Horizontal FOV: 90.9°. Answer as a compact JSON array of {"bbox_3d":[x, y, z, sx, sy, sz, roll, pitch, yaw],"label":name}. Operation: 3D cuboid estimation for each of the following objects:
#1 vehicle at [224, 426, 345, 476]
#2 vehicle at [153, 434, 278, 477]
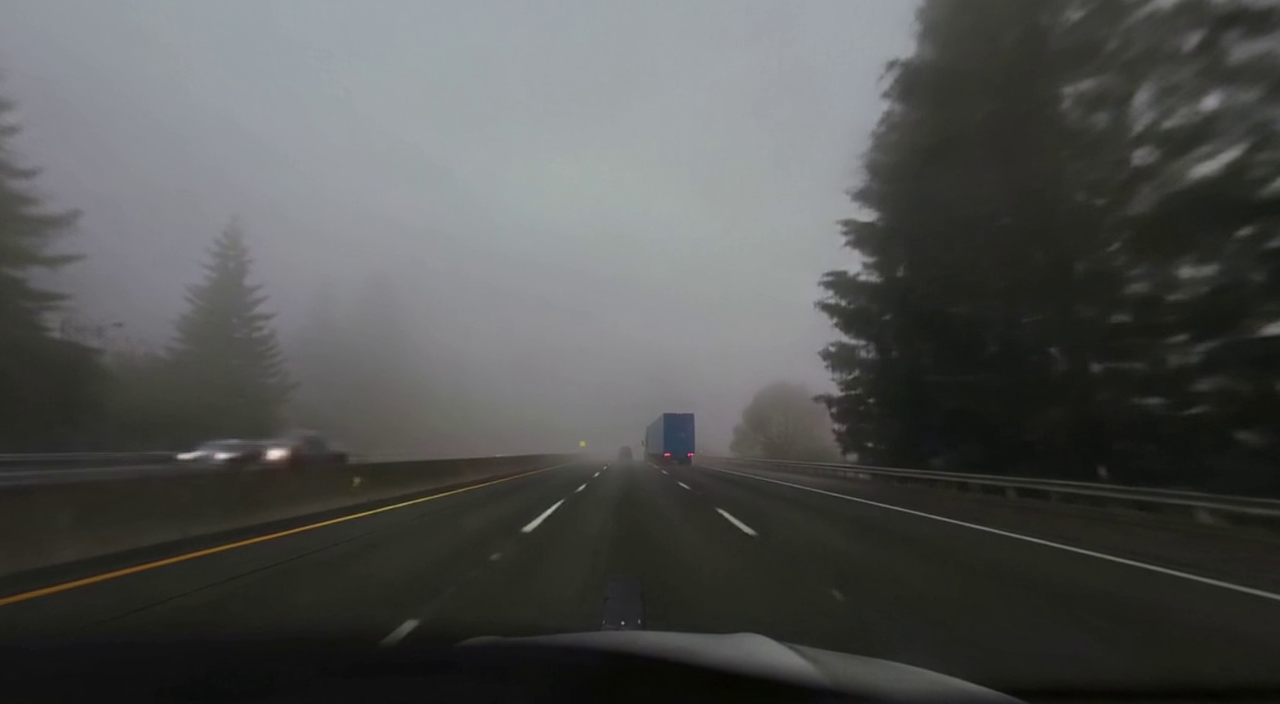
[{"bbox_3d":[-12.525,3.541,22.580,1.927,1.632,4.163,0,-9,-1],"label":"vehicle"},{"bbox_3d":[-16.314,3.999,24.529,1.954,1.495,4.177,0,-9,-1],"label":"vehicle"}]
